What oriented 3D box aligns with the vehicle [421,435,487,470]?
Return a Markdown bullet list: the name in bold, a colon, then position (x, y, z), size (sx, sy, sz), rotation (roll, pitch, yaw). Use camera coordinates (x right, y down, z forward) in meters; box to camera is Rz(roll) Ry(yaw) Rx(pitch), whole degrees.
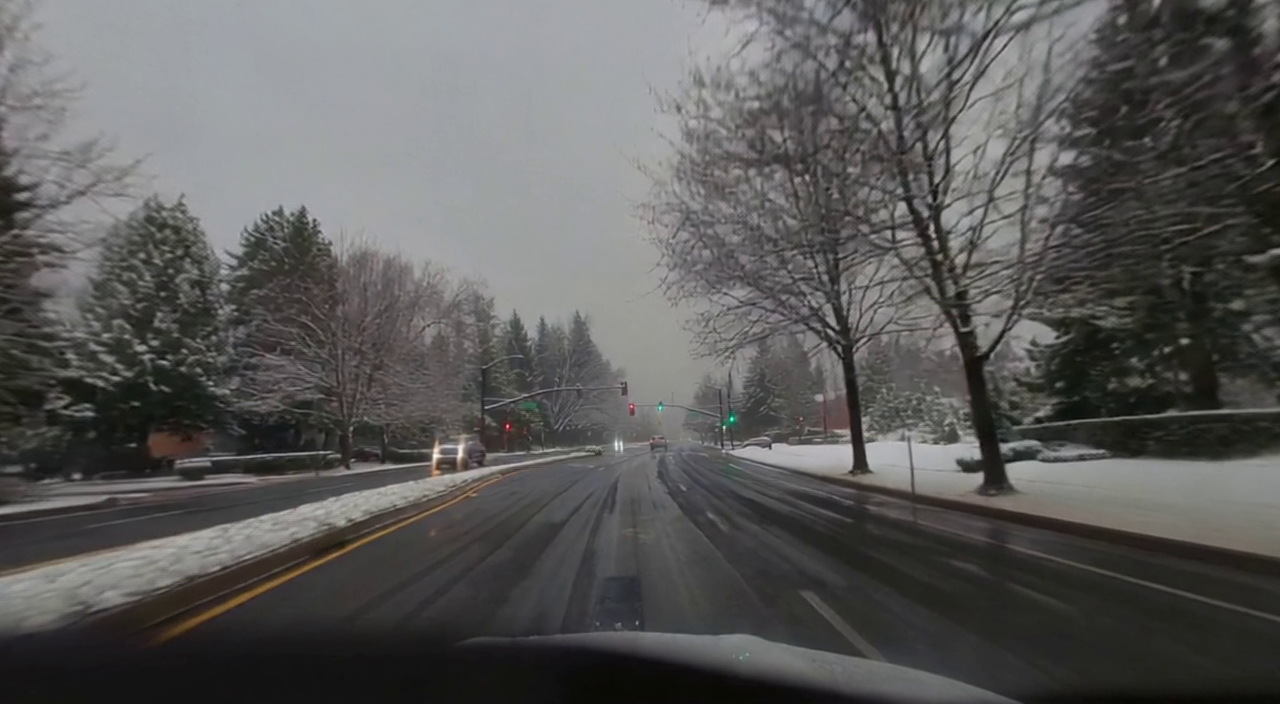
- **vehicle**: position (-11.072, 6.021, 38.118), size (2.174, 1.855, 5.452), rotation (-2, -8, 2)
